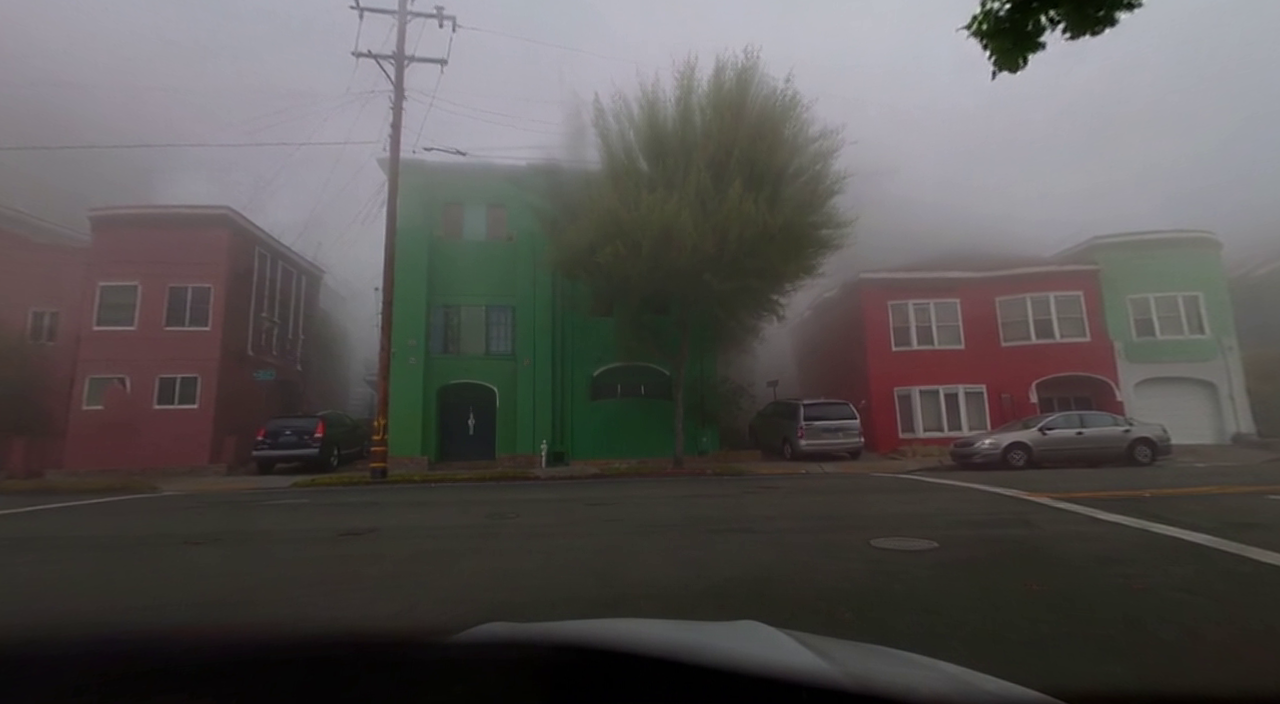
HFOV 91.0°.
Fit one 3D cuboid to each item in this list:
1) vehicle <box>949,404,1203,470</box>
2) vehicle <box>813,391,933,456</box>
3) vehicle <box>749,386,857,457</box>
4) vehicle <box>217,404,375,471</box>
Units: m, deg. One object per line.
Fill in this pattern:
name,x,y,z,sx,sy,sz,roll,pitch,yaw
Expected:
vehicle,10.381,2.070,15.298,4.644,1.482,1.997,0,-8,1
vehicle,6.959,2.254,19.295,2.053,1.756,4.034,1,-9,-1
vehicle,4.772,2.132,19.179,2.081,1.891,4.367,1,-7,-1
vehicle,-10.042,2.591,18.933,2.091,1.760,4.760,0,-8,-1
